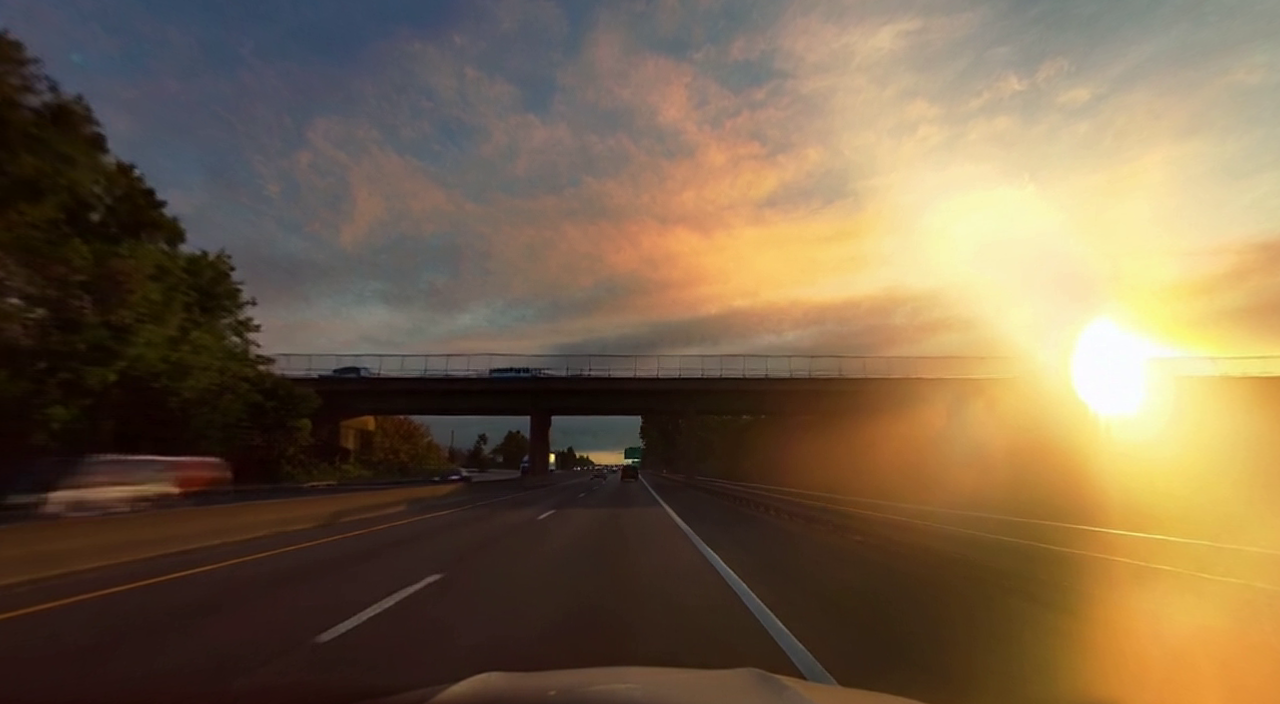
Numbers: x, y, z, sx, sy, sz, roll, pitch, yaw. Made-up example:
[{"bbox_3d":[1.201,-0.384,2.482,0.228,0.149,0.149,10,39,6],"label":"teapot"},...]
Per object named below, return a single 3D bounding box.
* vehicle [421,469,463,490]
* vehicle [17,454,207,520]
[{"bbox_3d":[-15.124,9.757,48.355,1.833,1.469,3.648,0,-11,2],"label":"vehicle"},{"bbox_3d":[-17.218,4.418,20.996,2.039,1.876,4.852,1,-11,0],"label":"vehicle"}]
